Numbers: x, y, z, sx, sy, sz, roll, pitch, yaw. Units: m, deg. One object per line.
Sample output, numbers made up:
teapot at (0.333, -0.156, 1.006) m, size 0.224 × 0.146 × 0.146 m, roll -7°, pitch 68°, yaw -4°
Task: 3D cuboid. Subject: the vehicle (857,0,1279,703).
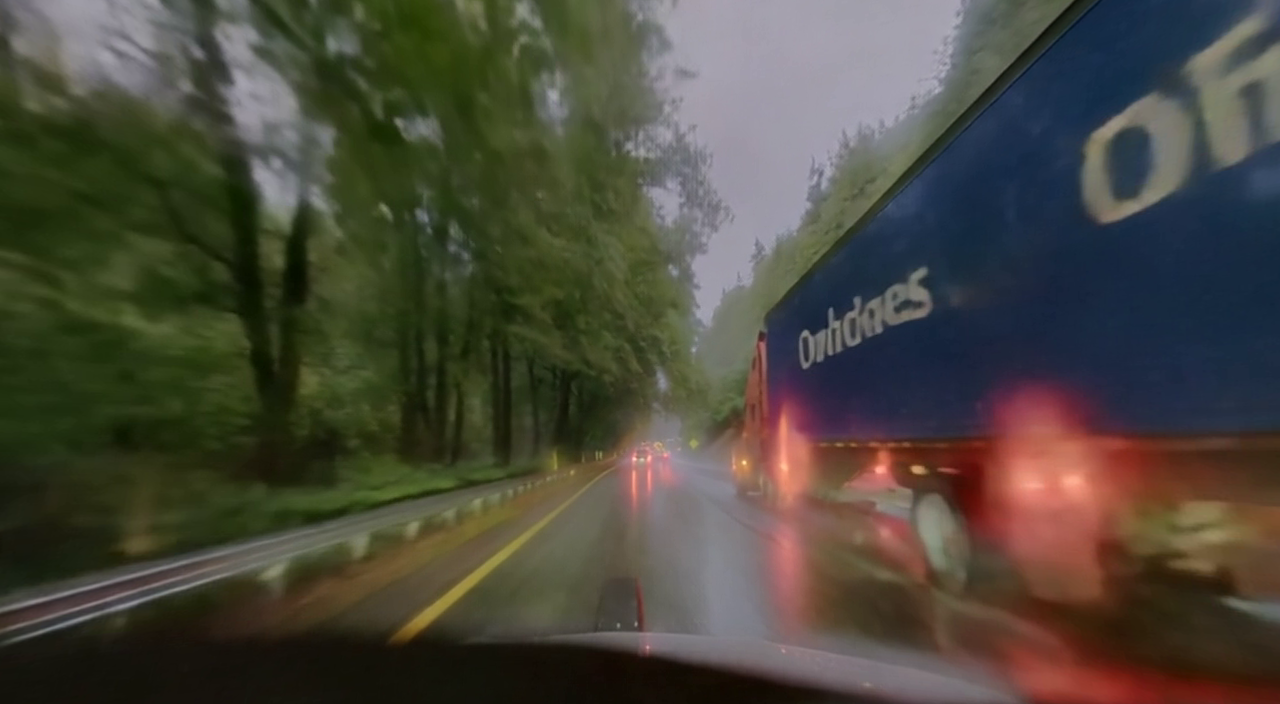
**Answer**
vehicle at (3.970, -0.613, 0.567) m, size 3.440 × 4.090 × 11.380 m, roll -1°, pitch -10°, yaw 0°
